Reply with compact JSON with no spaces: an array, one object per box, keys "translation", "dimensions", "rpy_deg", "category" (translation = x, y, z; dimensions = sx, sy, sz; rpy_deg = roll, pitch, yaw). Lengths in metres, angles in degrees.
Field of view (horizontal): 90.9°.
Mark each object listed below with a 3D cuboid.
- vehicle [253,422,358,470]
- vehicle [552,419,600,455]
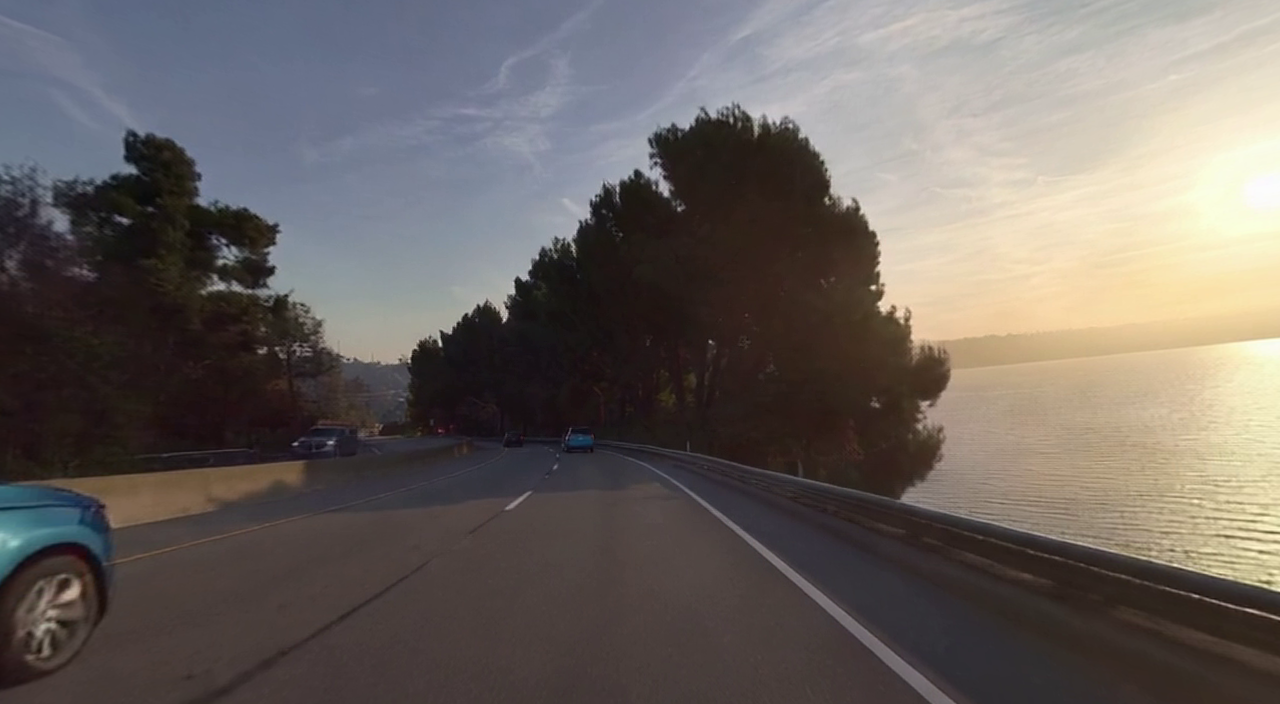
[{"translation":[-17.040,4.834,32.609],"dimensions":[2.661,2.208,6.199],"rpy_deg":[1,-8,-7],"category":"vehicle"},{"translation":[-4.286,5.610,41.303],"dimensions":[2.632,2.162,5.529],"rpy_deg":[1,-9,-11],"category":"vehicle"}]
